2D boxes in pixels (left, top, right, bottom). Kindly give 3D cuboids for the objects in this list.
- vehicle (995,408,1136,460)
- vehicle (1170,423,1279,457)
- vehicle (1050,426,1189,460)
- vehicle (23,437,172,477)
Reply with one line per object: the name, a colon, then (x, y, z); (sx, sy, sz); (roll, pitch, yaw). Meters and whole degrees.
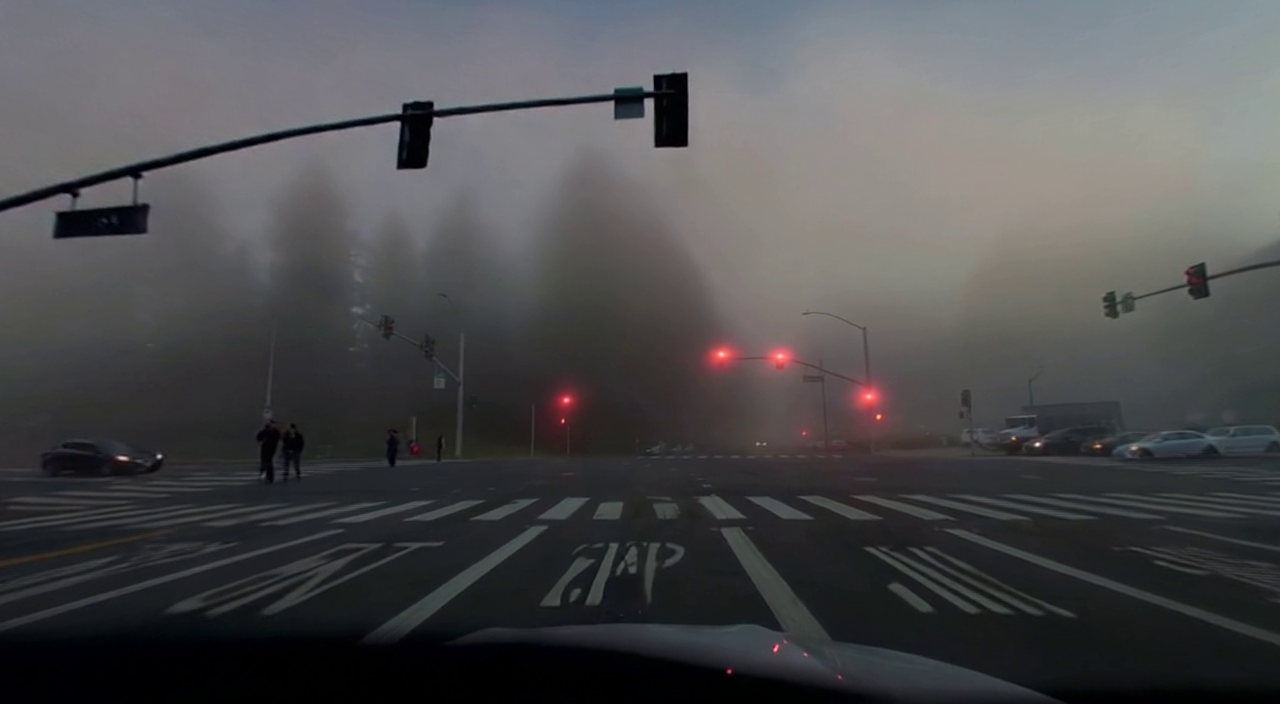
vehicle: (23.685, 4.626, 35.417); (5.855, 2.746, 2.523); (-1, -9, 5)
vehicle: (32.210, 4.793, 34.244); (4.896, 1.729, 1.952); (-1, -9, 5)
vehicle: (21.945, 4.207, 29.090); (4.740, 1.464, 1.876); (-1, -9, 4)
vehicle: (-21.168, 4.100, 24.757); (4.265, 1.493, 1.871); (-1, -9, 5)
